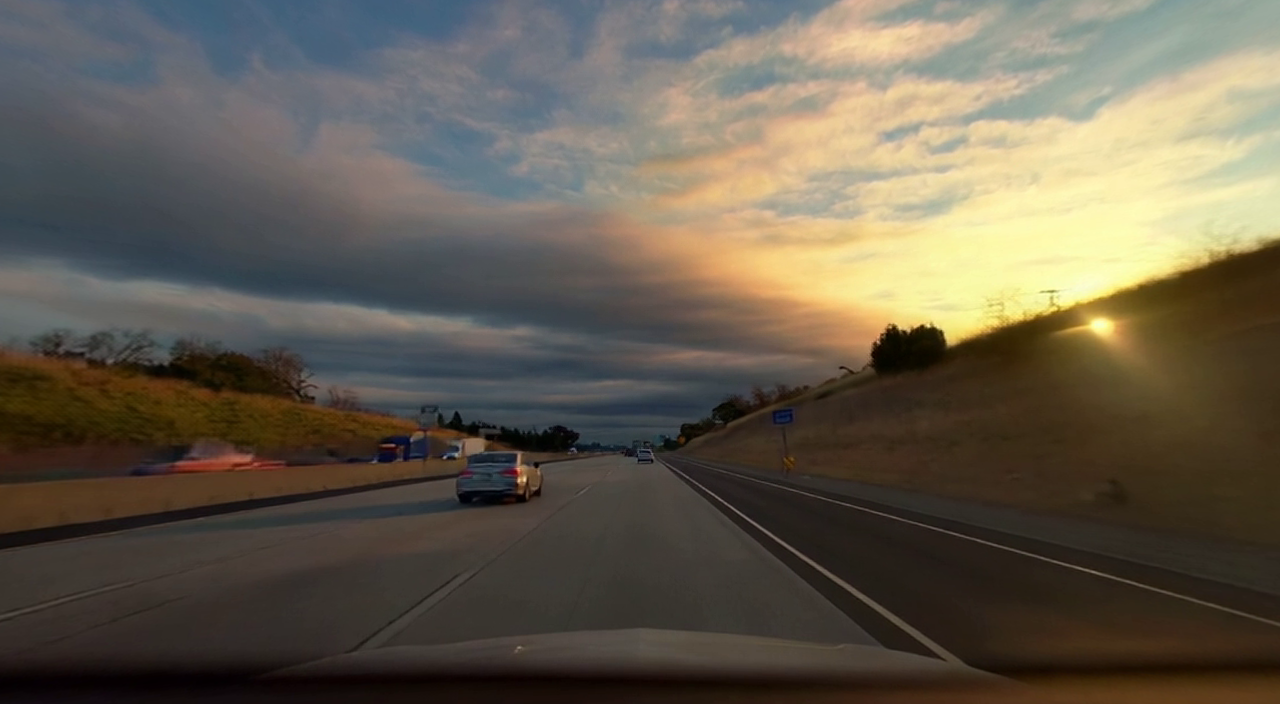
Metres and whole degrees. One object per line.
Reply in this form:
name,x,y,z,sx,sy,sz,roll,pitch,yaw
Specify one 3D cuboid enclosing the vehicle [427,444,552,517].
vehicle,-3.404,2.979,15.140,1.978,1.498,4.080,0,-9,0
